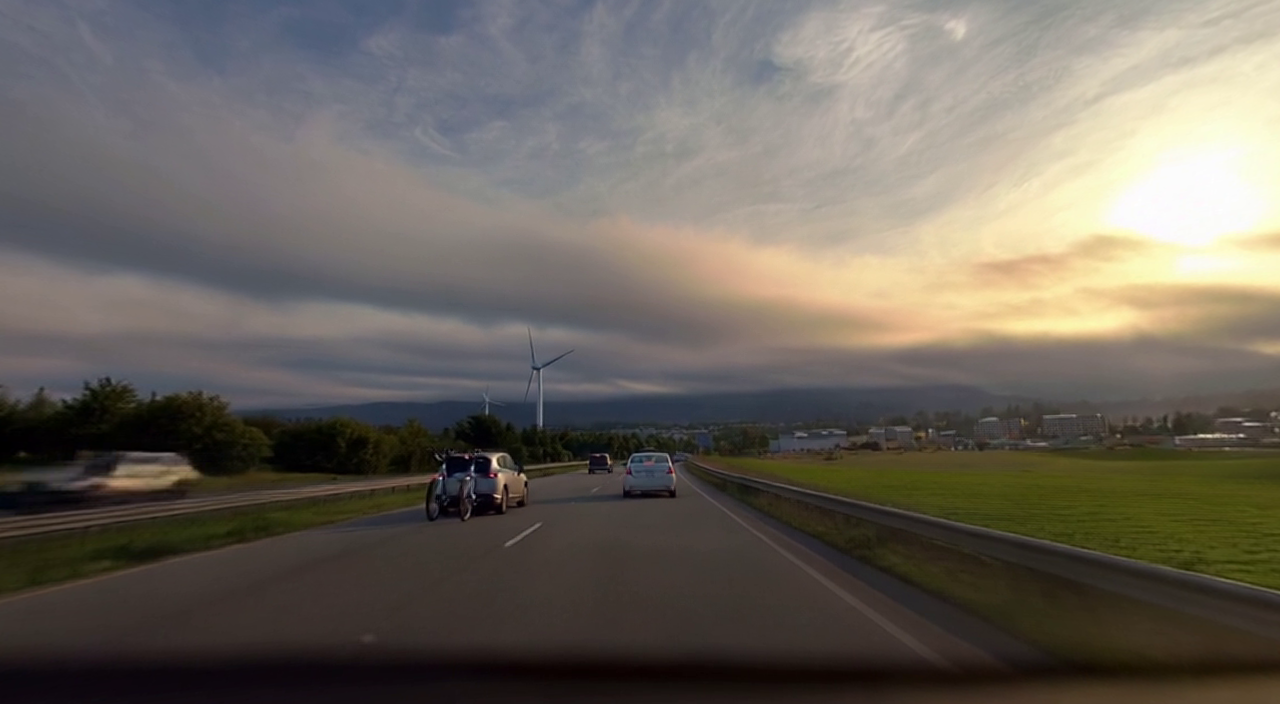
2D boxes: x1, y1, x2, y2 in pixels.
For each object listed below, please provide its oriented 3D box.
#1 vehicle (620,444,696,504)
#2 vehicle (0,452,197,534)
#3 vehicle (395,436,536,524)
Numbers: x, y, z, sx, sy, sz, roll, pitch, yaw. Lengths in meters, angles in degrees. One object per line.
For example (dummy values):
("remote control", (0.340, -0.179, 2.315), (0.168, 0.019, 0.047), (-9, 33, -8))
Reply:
("vehicle", (0.469, 3.636, 19.162), (2.063, 1.582, 3.955), (0, -9, 0))
("vehicle", (-12.582, 2.987, 13.993), (1.986, 1.460, 4.765), (-1, -9, 1))
("vehicle", (-3.731, 2.807, 14.324), (1.962, 1.681, 4.033), (-1, -9, 1))
